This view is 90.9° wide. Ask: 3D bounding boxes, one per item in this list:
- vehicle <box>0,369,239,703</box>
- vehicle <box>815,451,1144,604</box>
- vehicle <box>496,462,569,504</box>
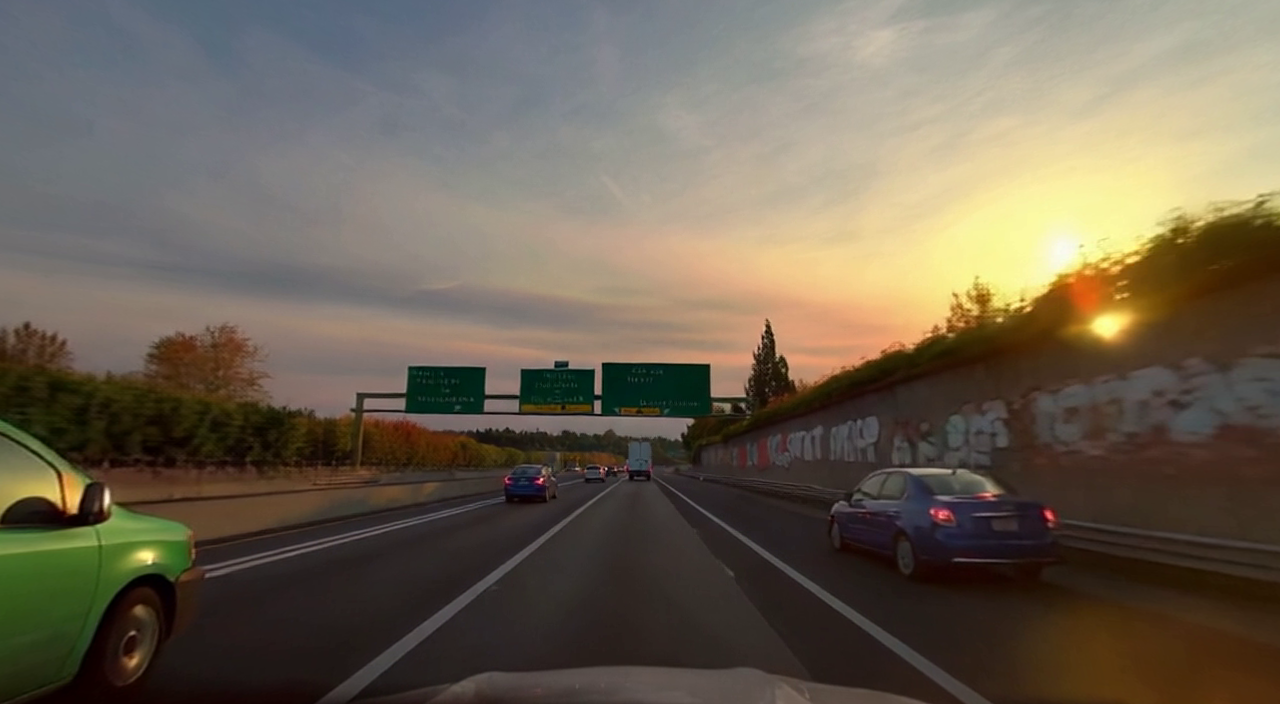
[{"bbox_3d":[-3.397,0.697,1.410,2.004,1.610,4.508,1,-11,0],"label":"vehicle"},{"bbox_3d":[3.930,2.120,8.347,1.917,1.458,4.199,1,-11,-1],"label":"vehicle"},{"bbox_3d":[-4.052,5.026,24.412,2.054,1.443,4.131,0,-10,0],"label":"vehicle"}]
